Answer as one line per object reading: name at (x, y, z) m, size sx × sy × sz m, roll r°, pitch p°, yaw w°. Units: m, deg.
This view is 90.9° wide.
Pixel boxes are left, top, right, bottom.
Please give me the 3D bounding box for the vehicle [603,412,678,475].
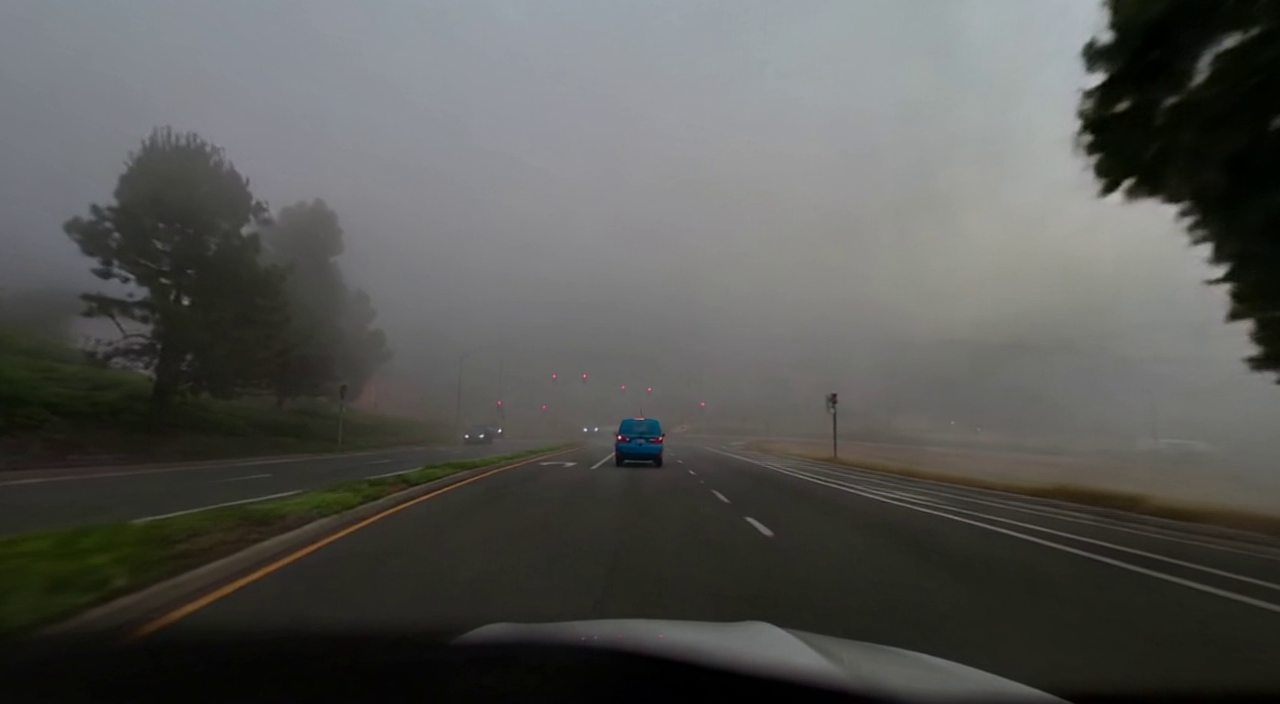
vehicle at (0.014, 2.984, 20.623) m, size 2.185 × 1.822 × 4.391 m, roll 0°, pitch -8°, yaw 0°
